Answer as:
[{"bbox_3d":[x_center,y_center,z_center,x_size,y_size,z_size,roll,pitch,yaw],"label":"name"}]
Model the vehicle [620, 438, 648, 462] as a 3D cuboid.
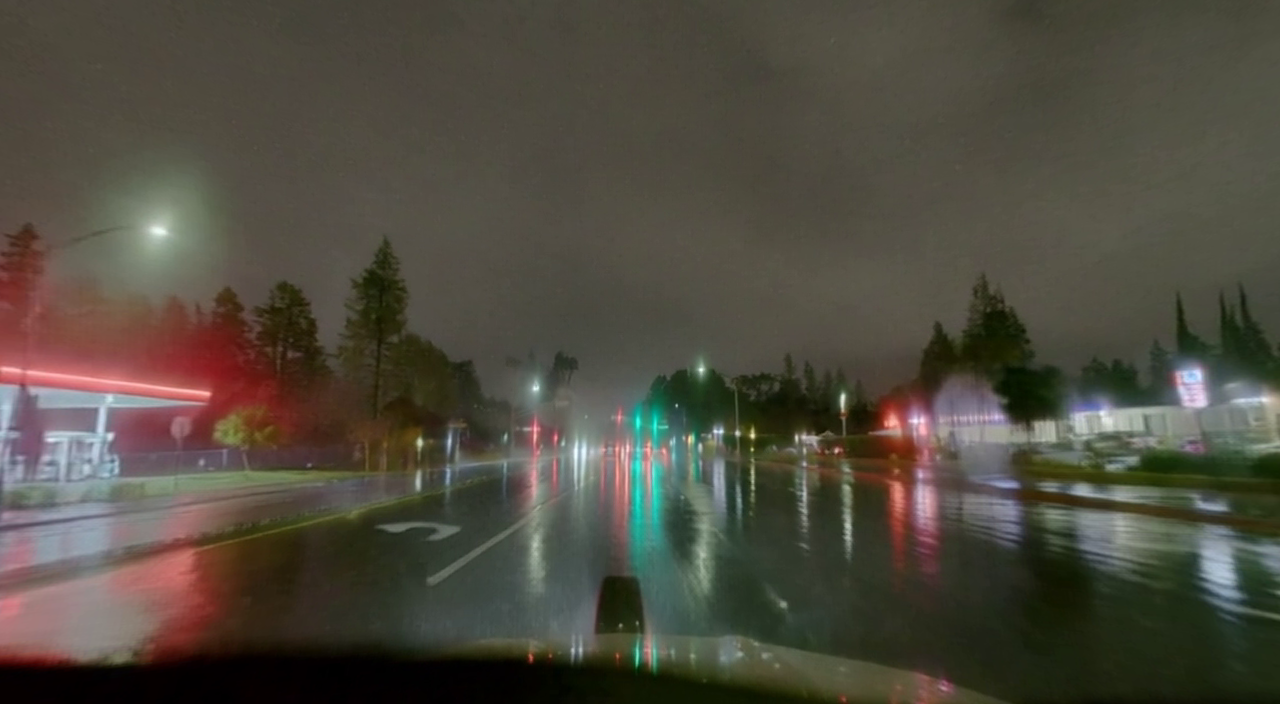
[{"bbox_3d":[-0.480,7.719,49.531,2.146,1.742,4.095,0,-9,-1],"label":"vehicle"}]
